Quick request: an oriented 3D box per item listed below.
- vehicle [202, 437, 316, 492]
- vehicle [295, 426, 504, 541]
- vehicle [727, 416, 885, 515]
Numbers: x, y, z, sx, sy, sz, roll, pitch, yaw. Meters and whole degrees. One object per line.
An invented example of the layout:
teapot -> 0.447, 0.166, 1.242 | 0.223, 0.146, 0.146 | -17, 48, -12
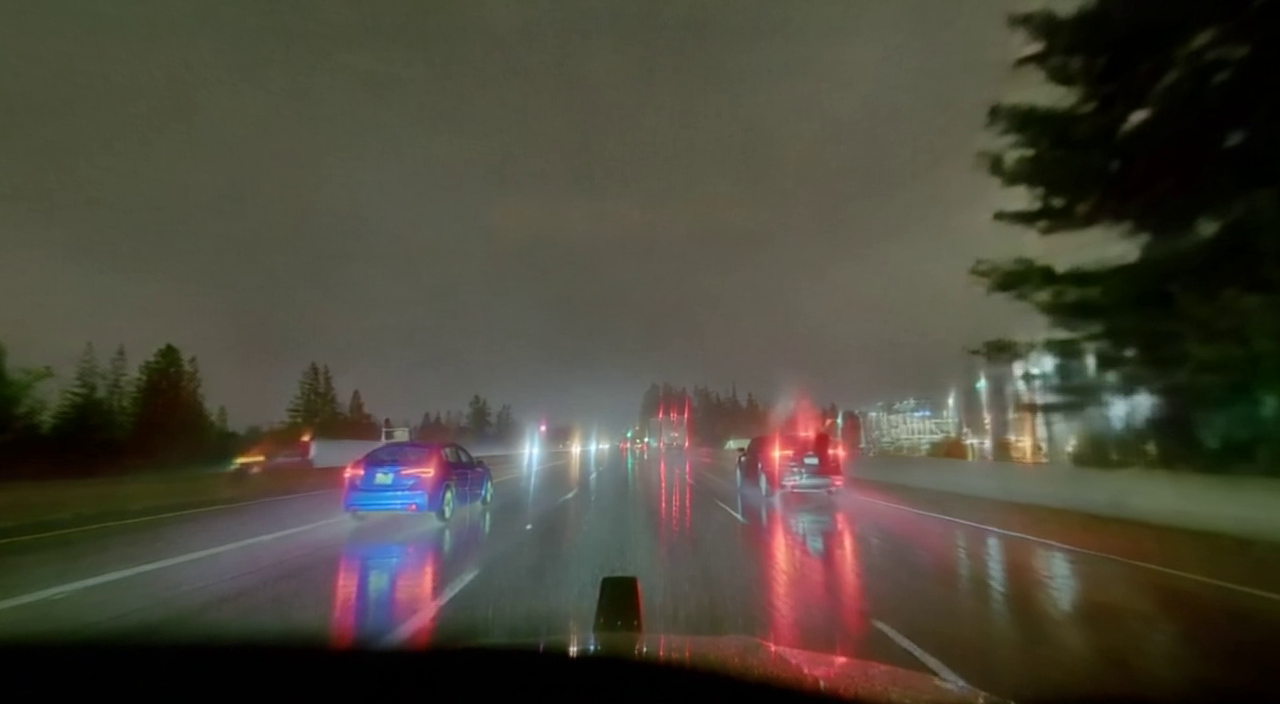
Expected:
vehicle -> -29.341, 8.653, 49.349 | 3.144, 3.826, 9.102 | 0, -8, 0
vehicle -> -3.947, 2.223, 11.418 | 1.903, 1.607, 4.770 | 0, -8, 0
vehicle -> 3.287, 2.365, 13.636 | 2.065, 1.760, 4.488 | 0, -8, -2
